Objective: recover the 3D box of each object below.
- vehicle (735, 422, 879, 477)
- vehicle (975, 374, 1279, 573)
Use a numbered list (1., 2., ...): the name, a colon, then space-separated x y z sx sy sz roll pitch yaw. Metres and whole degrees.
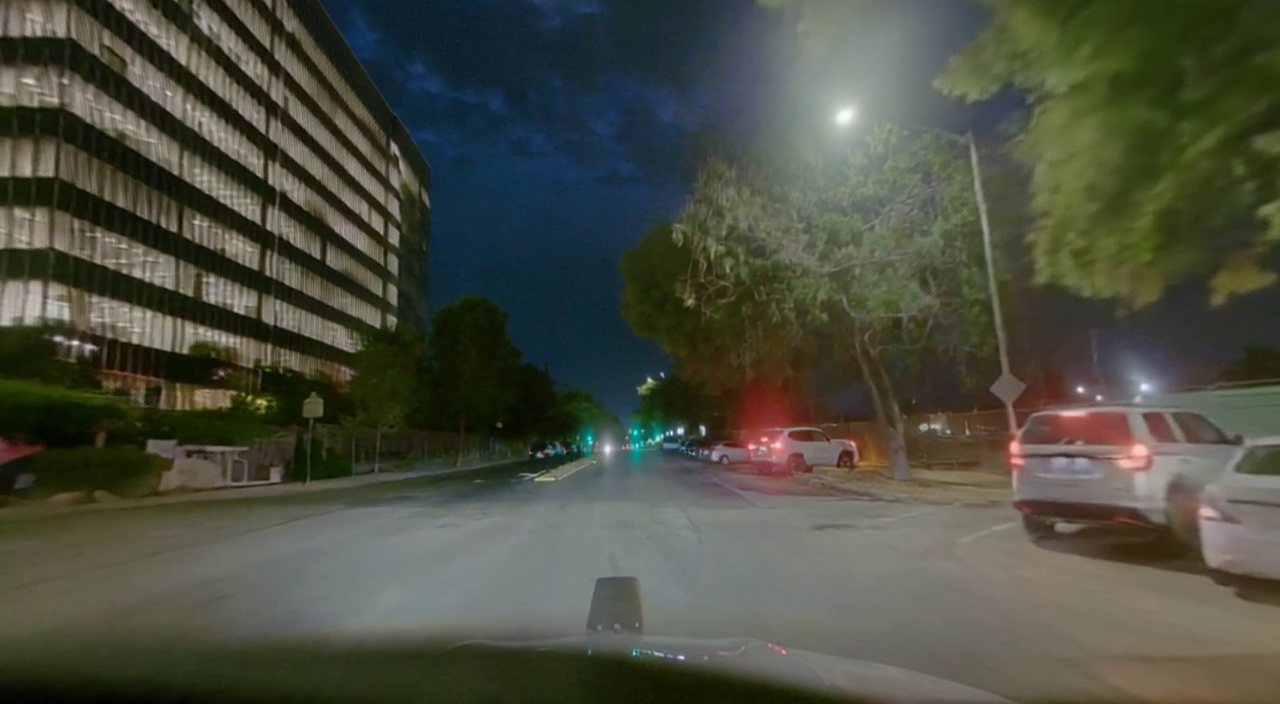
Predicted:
1. vehicle: 6.439 3.686 24.294 5.061 1.829 2.274 2 -9 -29
2. vehicle: 6.855 1.505 8.463 4.892 1.927 2.065 6 -10 -35
